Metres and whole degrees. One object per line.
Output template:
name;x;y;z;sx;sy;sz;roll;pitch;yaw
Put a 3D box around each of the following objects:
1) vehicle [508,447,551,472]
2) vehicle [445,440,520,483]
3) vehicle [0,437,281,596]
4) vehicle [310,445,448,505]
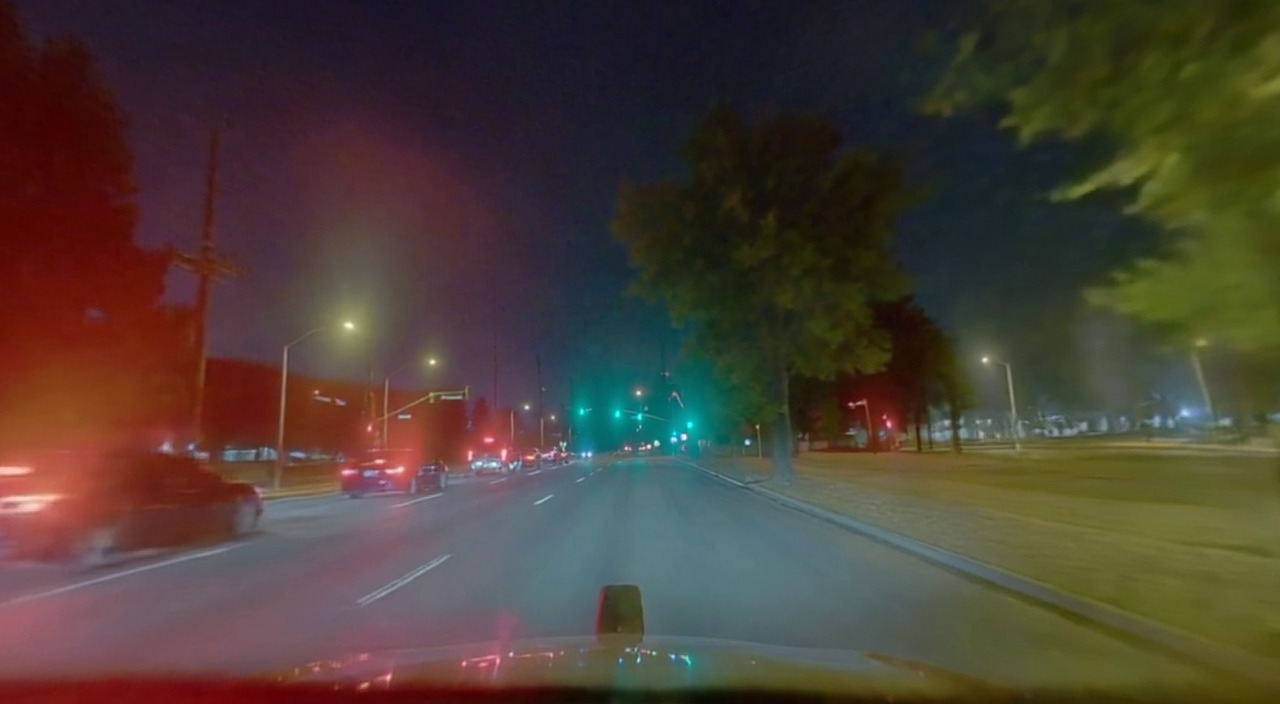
vehicle;-7.025;6.848;40.467;1.854;1.481;4.518;0;-9;1
vehicle;-7.041;4.934;28.858;2.101;1.768;5.040;0;-9;0
vehicle;-7.027;1.866;8.047;2.030;1.482;4.818;0;-9;1
vehicle;-7.084;3.363;17.761;2.008;1.456;4.409;0;-9;0
